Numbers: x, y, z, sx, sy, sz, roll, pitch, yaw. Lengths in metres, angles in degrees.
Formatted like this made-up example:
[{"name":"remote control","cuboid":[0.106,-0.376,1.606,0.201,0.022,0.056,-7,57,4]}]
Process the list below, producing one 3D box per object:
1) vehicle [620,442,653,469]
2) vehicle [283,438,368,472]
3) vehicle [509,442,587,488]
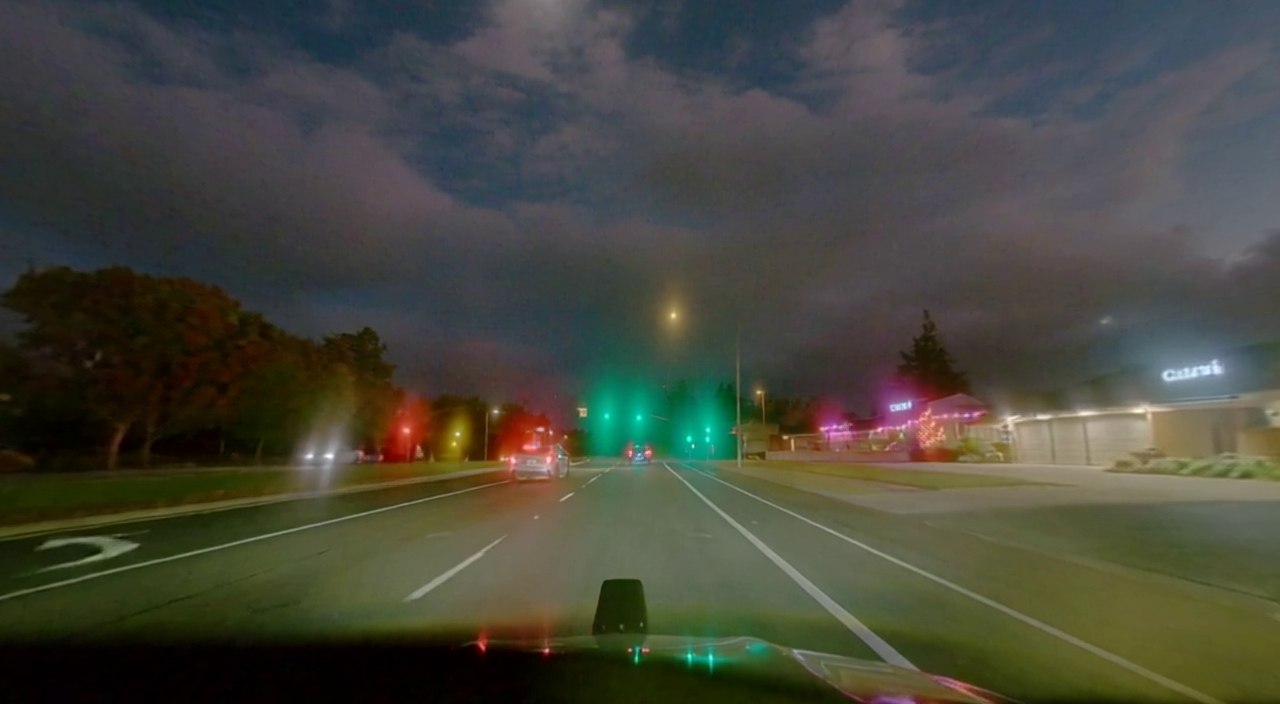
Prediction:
[{"name":"vehicle","cuboid":[-0.245,7.089,43.254,2.153,1.764,4.047,0,-8,0]},{"name":"vehicle","cuboid":[-20.099,6.598,40.670,2.226,1.987,5.777,-1,-9,4]},{"name":"vehicle","cuboid":[-3.147,3.995,22.596,2.015,1.470,4.458,0,-8,1]}]
